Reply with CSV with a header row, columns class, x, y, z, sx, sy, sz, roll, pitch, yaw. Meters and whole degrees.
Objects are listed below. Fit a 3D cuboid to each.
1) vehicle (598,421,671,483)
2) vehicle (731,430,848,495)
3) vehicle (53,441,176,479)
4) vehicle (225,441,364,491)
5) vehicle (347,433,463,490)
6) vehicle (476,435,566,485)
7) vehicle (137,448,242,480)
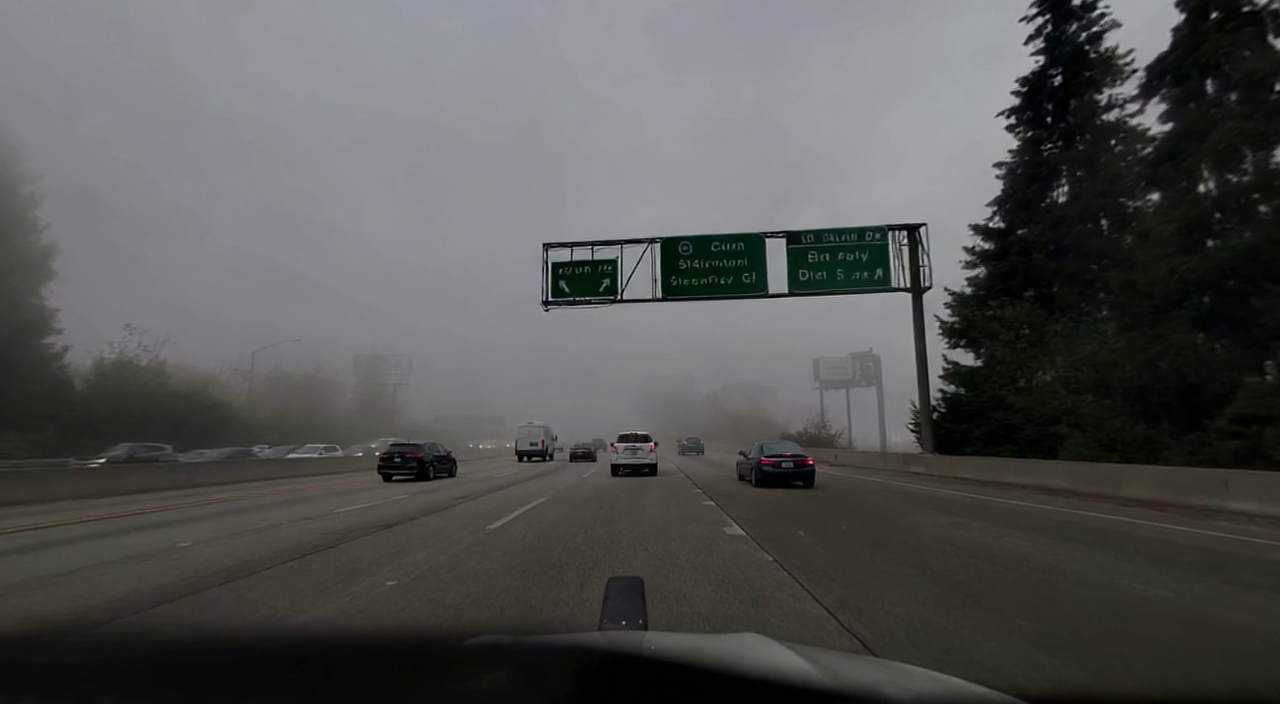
class,x,y,z,sx,sy,sz,roll,pitch,yaw
vehicle,-0.177,3.360,21.351,2.209,1.863,4.626,0,-8,0
vehicle,3.798,2.896,16.906,1.942,1.487,4.518,0,-8,-1
vehicle,-25.754,5.289,31.187,1.906,1.732,4.846,0,-8,0
vehicle,-11.245,3.712,20.962,1.970,1.441,4.555,0,-8,1
vehicle,-7.406,3.484,20.443,2.021,1.632,4.417,0,-8,1
vehicle,-3.873,3.613,21.391,2.079,1.499,4.512,0,-8,1
vehicle,-21.895,5.430,30.902,1.867,1.443,4.468,0,-8,0
